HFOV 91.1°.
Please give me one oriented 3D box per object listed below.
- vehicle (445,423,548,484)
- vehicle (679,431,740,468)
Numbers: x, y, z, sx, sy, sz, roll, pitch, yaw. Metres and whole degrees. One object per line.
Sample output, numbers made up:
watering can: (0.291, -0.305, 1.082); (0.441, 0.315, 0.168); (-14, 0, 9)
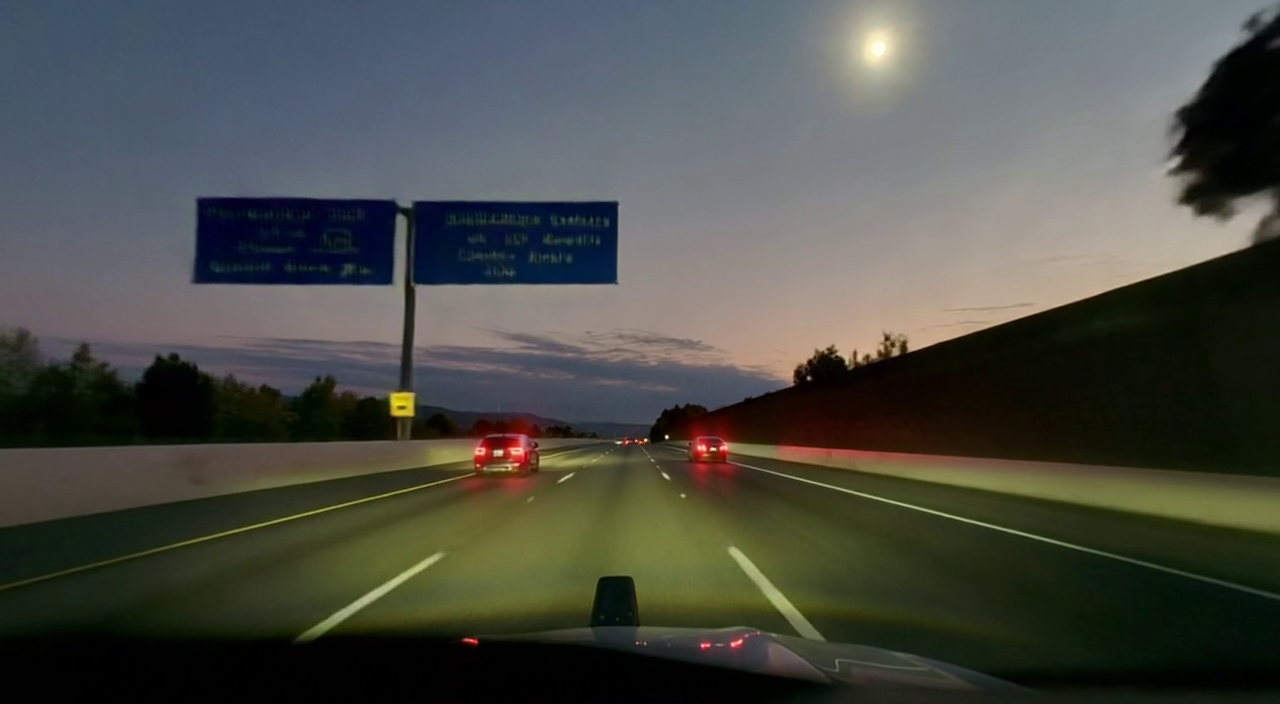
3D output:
vehicle: (-4.267, 3.068, 19.437); (2.219, 1.660, 4.153); (0, -8, -1)
vehicle: (3.031, 4.360, 28.426); (2.077, 1.523, 4.539); (0, -8, -2)
